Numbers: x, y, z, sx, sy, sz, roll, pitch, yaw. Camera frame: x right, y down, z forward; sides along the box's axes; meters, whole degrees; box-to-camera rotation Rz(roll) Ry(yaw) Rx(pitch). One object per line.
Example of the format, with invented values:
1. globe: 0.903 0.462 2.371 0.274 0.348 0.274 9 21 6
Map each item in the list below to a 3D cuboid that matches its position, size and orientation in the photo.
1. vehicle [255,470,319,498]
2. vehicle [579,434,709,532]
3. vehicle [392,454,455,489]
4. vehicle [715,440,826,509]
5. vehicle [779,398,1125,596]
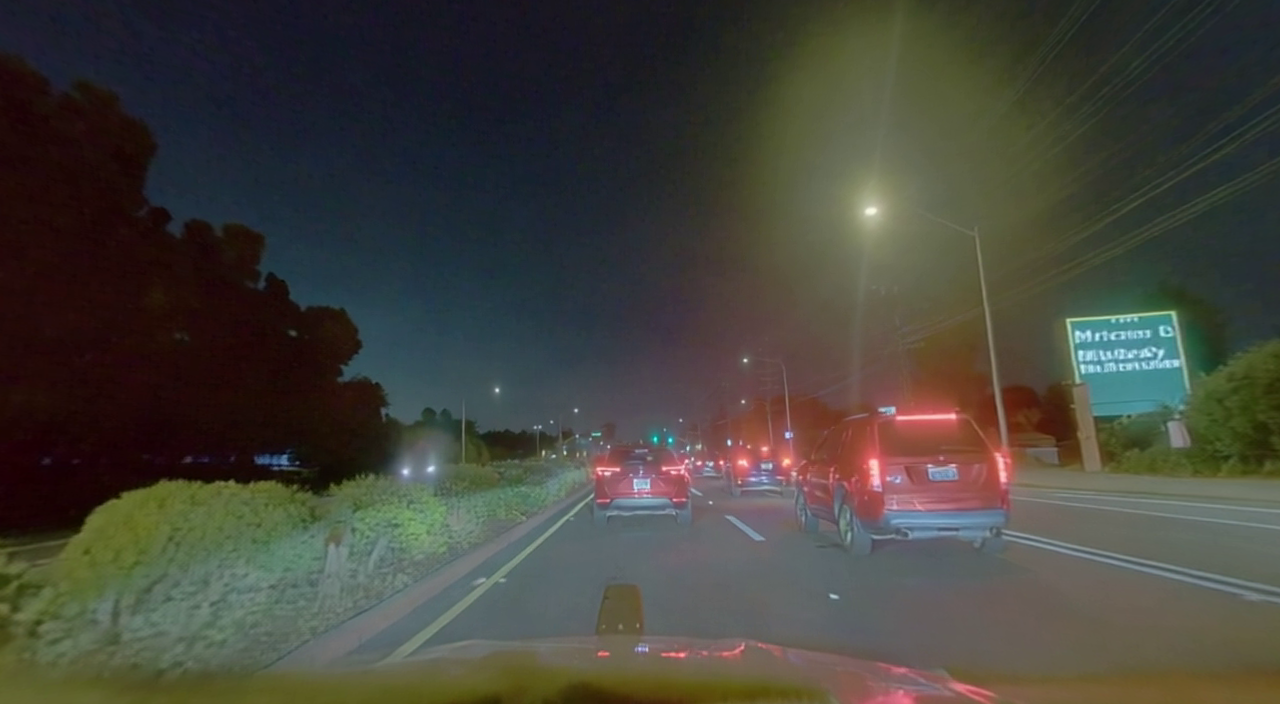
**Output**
1. vehicle: -22.576 8.447 40.576 1.847 1.554 3.926 0 -8 0
2. vehicle: 0.041 2.529 12.842 2.199 1.641 4.232 0 -8 -1
3. vehicle: -13.013 7.185 38.364 2.107 1.931 5.015 0 -8 -1
4. vehicle: 3.316 3.188 16.924 2.064 1.591 4.081 0 -8 0
5. vehicle: 3.401 1.683 8.228 2.097 1.818 4.625 0 -8 0
